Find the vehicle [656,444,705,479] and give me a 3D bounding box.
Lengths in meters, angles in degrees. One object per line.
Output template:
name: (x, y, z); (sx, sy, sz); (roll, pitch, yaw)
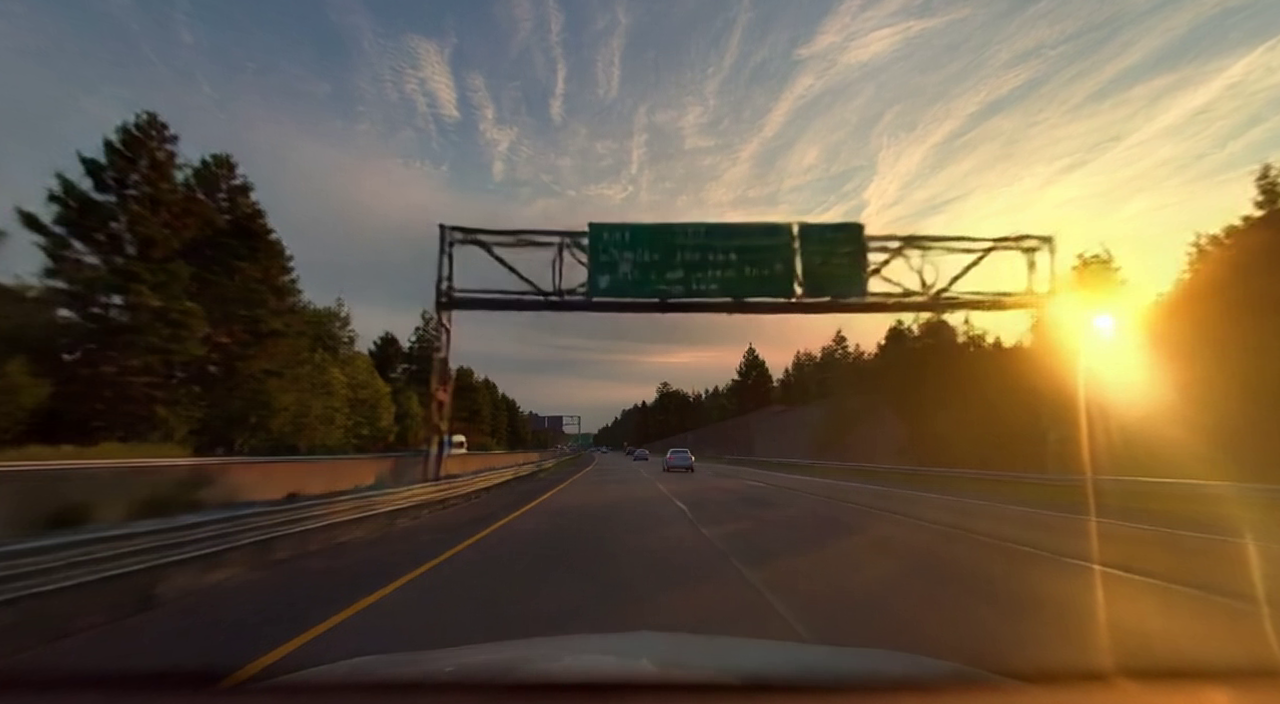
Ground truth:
vehicle: (1.890, 5.282, 30.694); (2.011, 1.590, 3.607); (0, -9, -2)
